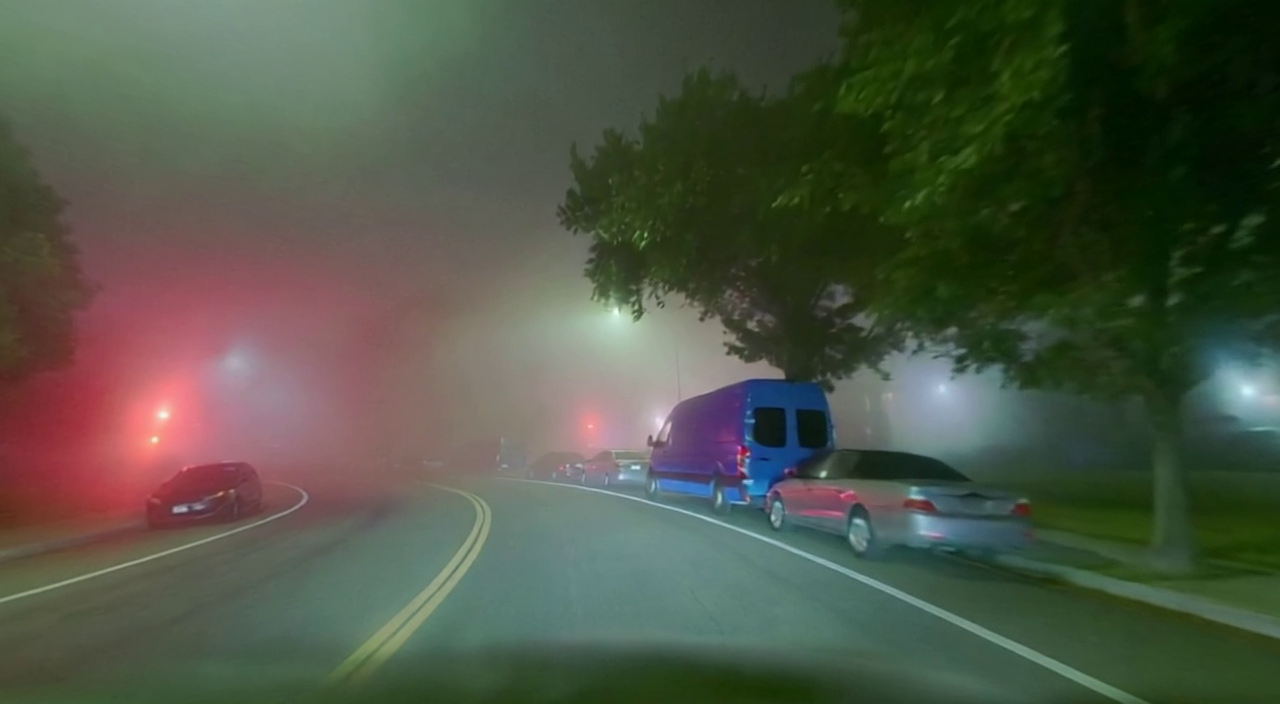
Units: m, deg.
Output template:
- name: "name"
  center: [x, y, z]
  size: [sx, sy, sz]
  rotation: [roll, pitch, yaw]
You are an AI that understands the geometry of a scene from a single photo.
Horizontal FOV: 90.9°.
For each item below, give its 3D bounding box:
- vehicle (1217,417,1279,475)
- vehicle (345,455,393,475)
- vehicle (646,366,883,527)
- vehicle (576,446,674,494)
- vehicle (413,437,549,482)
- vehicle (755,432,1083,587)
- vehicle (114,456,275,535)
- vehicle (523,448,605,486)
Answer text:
- name: "vehicle"
  center: [19.841, 2.961, 20.060]
  size: [1.830, 1.648, 4.635]
  rotation: [-11, -13, 43]
- name: "vehicle"
  center: [-20.714, 8.586, 48.067]
  size: [1.804, 1.453, 4.462]
  rotation: [8, -12, -44]
- name: "vehicle"
  center: [2.217, 2.126, 14.268]
  size: [2.406, 2.689, 6.916]
  rotation: [2, -9, -15]
- name: "vehicle"
  center: [-0.661, 3.993, 21.809]
  size: [1.961, 1.456, 4.569]
  rotation: [3, -9, -20]
- name: "vehicle"
  center: [-9.408, 6.125, 36.052]
  size: [3.041, 2.164, 10.370]
  rotation: [5, -11, -41]
- name: "vehicle"
  center: [3.165, 1.859, 8.390]
  size: [1.891, 1.466, 4.362]
  rotation: [1, -9, -8]
- name: "vehicle"
  center: [-10.156, 3.228, 14.758]
  size: [1.985, 1.485, 3.820]
  rotation: [3, -9, -18]
- name: "vehicle"
  center: [-3.433, 4.968, 27.615]
  size: [1.957, 1.479, 4.554]
  rotation: [5, -10, -29]
